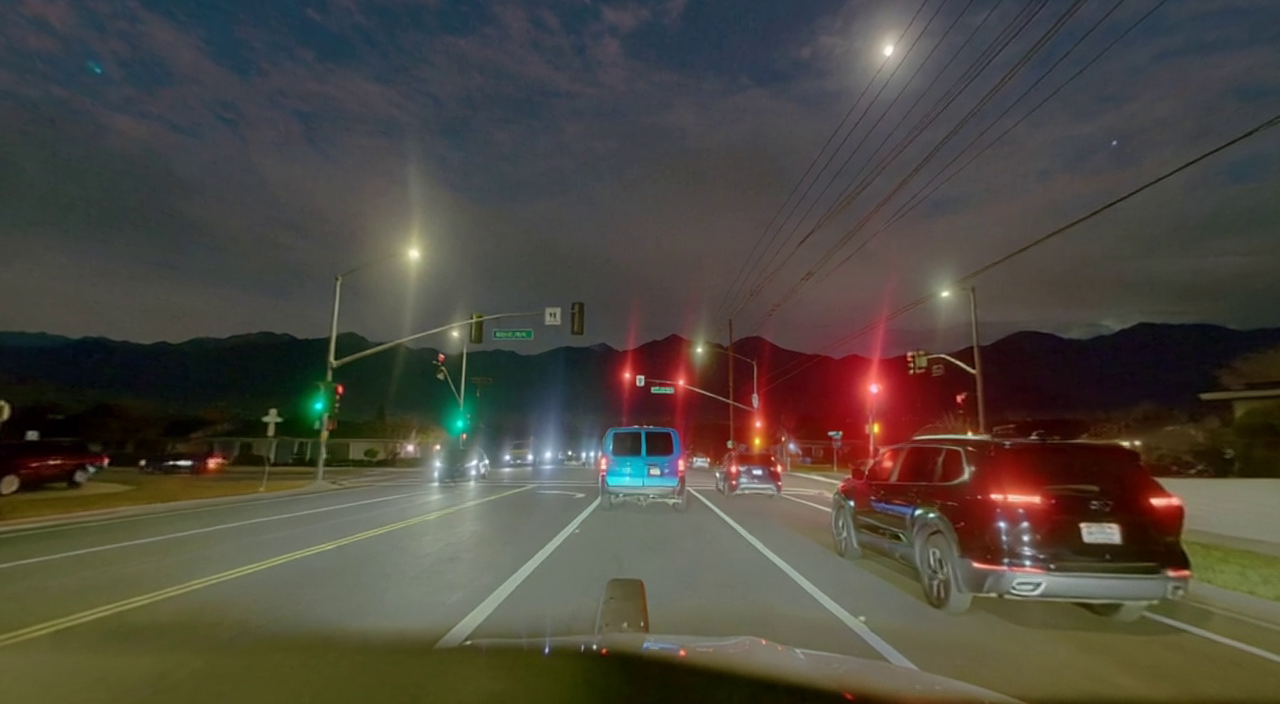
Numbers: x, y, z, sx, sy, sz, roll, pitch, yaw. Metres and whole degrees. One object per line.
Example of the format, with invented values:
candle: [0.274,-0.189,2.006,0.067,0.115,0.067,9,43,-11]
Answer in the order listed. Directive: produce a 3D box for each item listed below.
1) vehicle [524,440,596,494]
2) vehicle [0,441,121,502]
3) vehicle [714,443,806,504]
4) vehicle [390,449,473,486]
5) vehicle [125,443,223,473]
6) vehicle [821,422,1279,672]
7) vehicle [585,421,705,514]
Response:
vehicle: [-2.769,4.098,22.856,2.059,1.749,4.458,0,-8,0]
vehicle: [-20.421,3.946,21.266,1.996,1.809,4.699,1,-8,-4]
vehicle: [3.571,3.683,19.623,1.957,1.646,4.355,0,-8,0]
vehicle: [-9.618,5.209,28.814,2.005,1.533,4.644,7,-11,-39]
vehicle: [-28.392,6.473,38.511,4.428,1.738,1.886,0,-8,-1]
vehicle: [3.666,1.663,6.663,2.155,1.658,4.721,0,-8,1]
vehicle: [0.129,2.916,16.456,2.636,2.011,5.130,0,-8,1]
